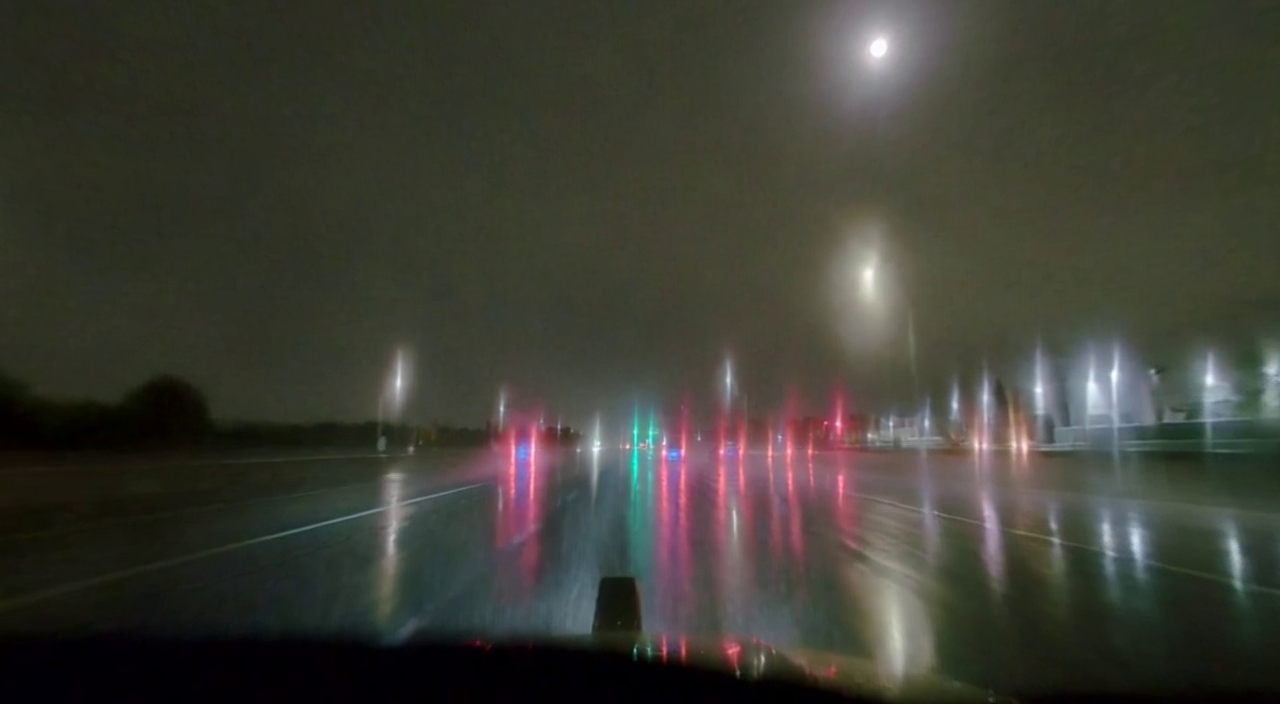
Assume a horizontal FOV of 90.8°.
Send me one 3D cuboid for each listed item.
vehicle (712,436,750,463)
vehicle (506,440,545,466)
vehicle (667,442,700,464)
[{"bbox_3d":[6.807,7.381,47.813,2.065,1.953,4.605,0,-8,-2],"label":"vehicle"},{"bbox_3d":[-8.257,7.295,46.018,2.083,1.696,5.464,1,-8,-2],"label":"vehicle"},{"bbox_3d":[3.117,7.314,45.774,2.000,1.533,3.770,0,-8,-1],"label":"vehicle"}]
